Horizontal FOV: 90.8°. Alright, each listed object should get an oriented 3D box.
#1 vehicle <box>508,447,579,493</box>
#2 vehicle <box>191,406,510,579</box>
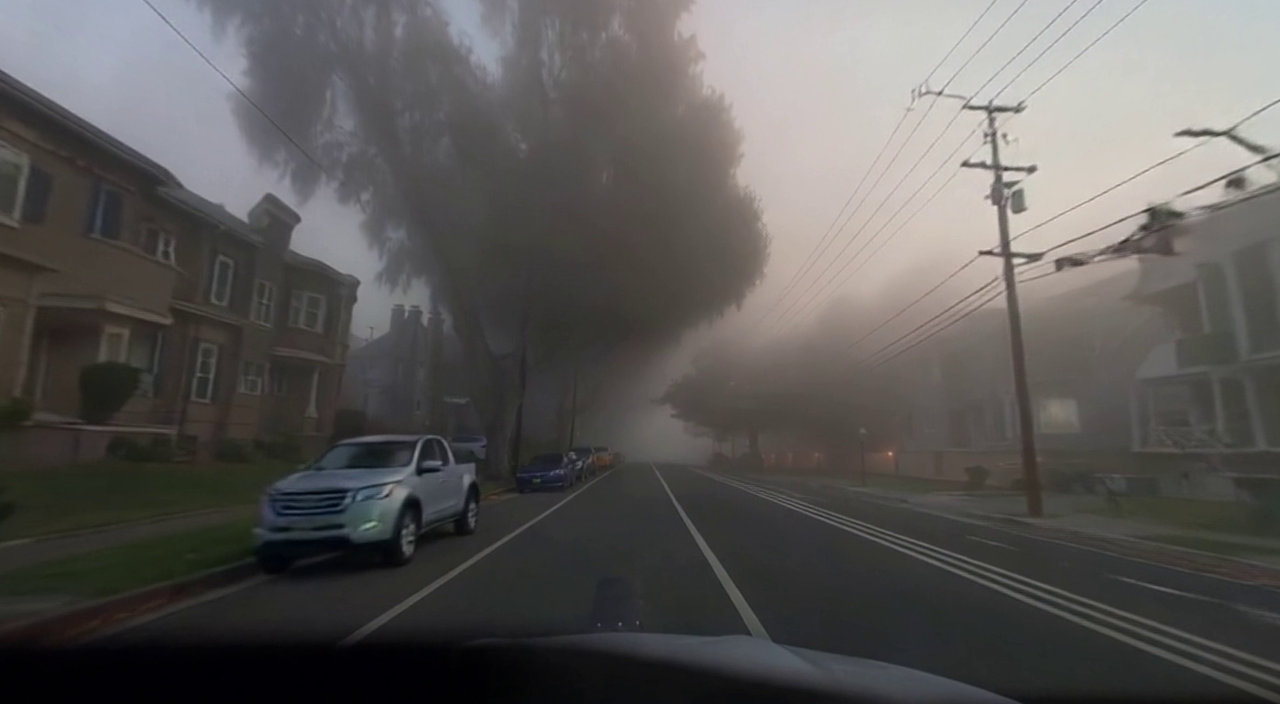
[{"bbox_3d":[-3.580,4.466,24.330,1.917,1.516,4.898,-2,-9,0],"label":"vehicle"},{"bbox_3d":[-3.782,1.974,9.837,2.189,1.887,5.616,-1,-9,1],"label":"vehicle"}]
